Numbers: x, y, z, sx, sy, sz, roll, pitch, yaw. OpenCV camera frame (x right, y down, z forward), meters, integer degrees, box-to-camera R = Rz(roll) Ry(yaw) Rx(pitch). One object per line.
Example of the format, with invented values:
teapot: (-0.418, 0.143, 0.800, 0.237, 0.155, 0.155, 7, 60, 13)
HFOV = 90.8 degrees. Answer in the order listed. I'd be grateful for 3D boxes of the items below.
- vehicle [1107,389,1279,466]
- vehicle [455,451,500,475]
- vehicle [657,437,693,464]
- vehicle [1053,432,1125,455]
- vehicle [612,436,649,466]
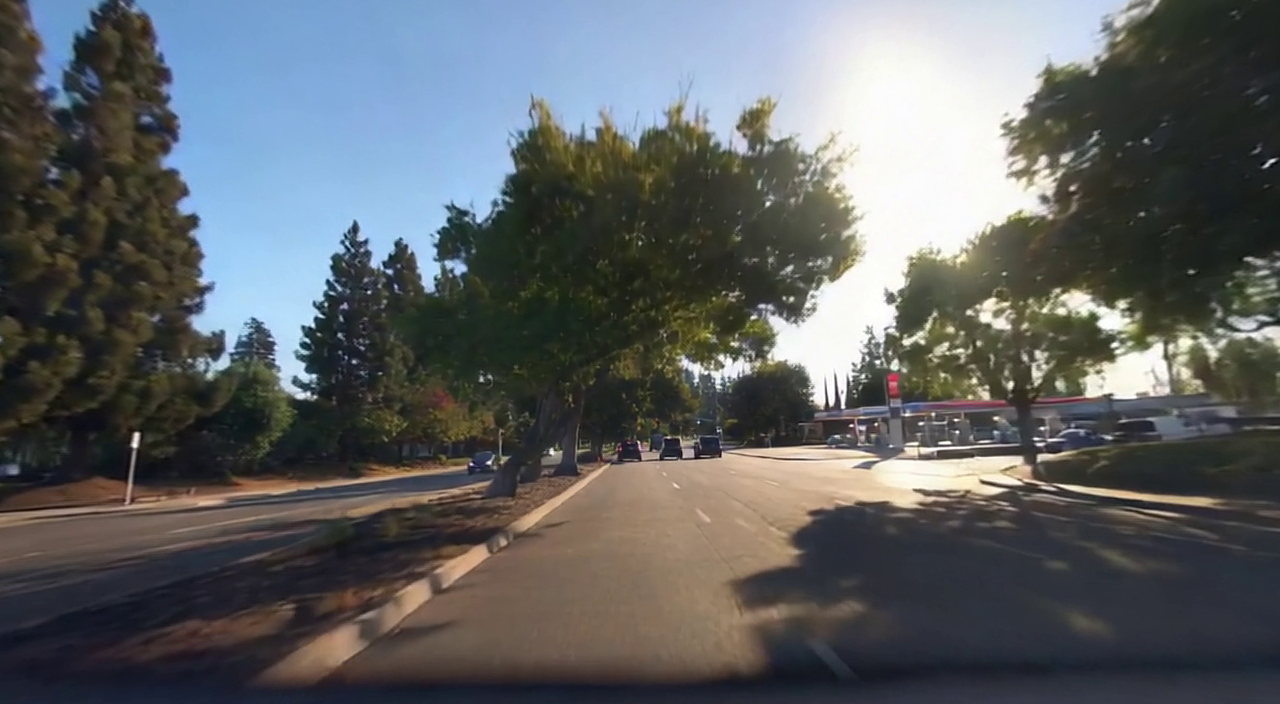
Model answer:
vehicle: (29.046, 3.997, 33.099, 8.711, 3.678, 2.870, 3, -9, -21)
vehicle: (-11.160, 7.670, 43.722, 2.052, 1.503, 4.559, 0, -8, -1)
vehicle: (2.402, 6.910, 44.393, 2.140, 1.800, 4.660, 0, -8, -2)
vehicle: (30.656, 6.242, 43.077, 4.663, 1.485, 1.991, 4, -10, -28)
vehicle: (-0.644, 6.421, 41.163, 2.261, 1.820, 4.255, 0, -8, -2)
